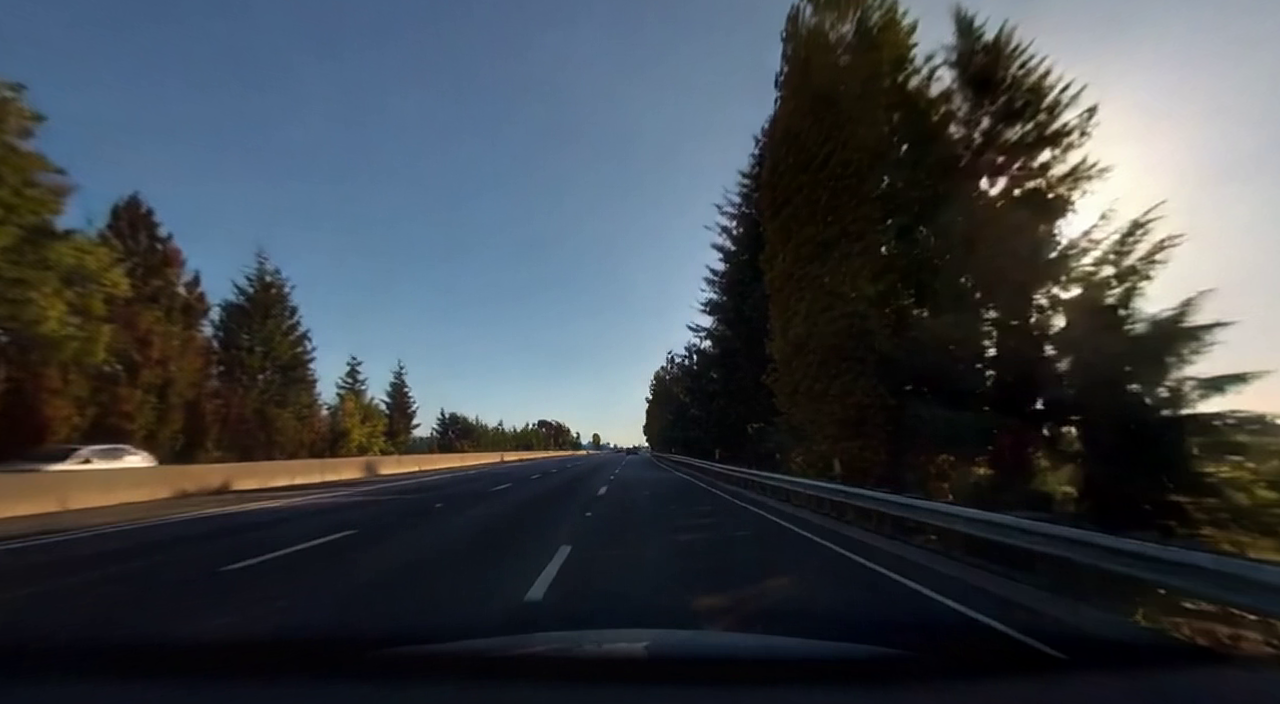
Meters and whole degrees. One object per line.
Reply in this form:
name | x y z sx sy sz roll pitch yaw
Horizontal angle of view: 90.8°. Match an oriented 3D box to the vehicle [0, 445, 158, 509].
vehicle | -15.721 3.297 17.102 1.912 1.509 4.292 0 -9 -1
